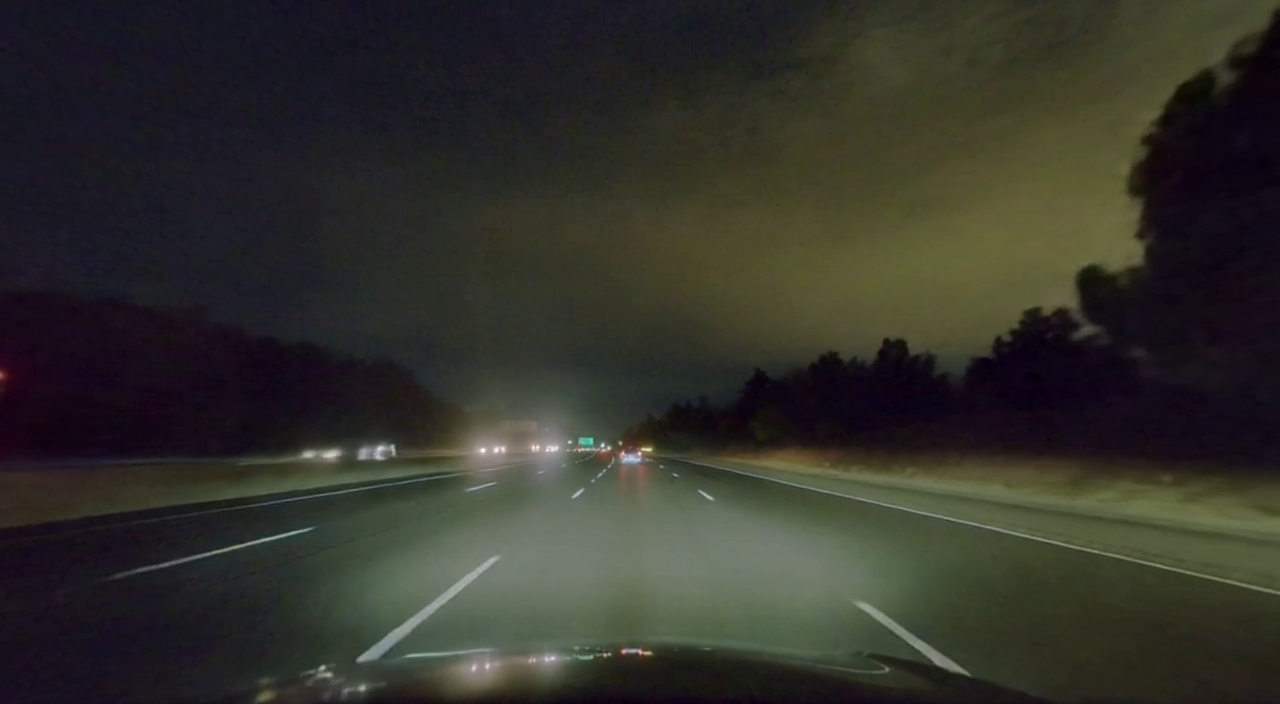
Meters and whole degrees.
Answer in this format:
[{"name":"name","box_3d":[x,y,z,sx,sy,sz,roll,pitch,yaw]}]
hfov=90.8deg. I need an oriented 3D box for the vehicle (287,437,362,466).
[{"name":"vehicle","box_3d":[-17.173,5.432,34.561,1.856,1.447,4.302,0,-9,0]}]
